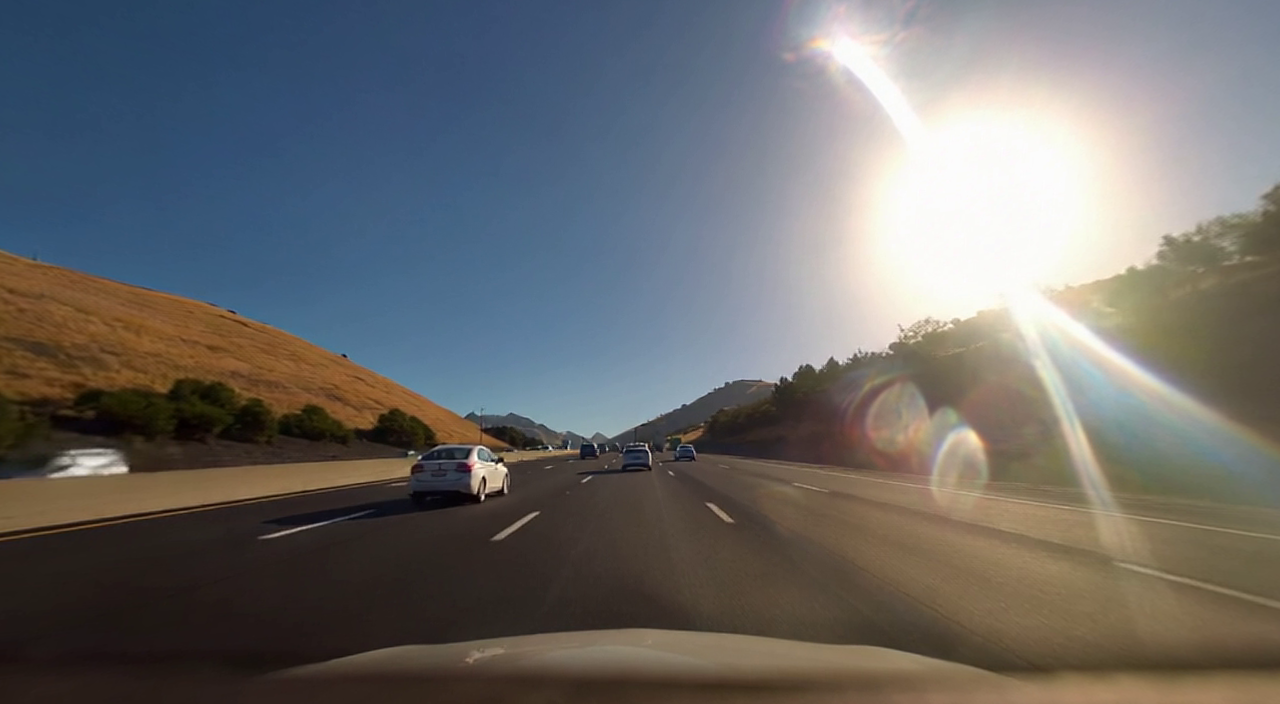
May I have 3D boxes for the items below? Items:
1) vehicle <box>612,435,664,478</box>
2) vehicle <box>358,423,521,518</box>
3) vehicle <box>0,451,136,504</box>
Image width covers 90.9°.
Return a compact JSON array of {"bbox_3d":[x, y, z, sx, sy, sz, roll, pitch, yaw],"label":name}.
[{"bbox_3d":[-0.067,4.487,27.381,2.086,1.685,4.206,0,-8,0],"label":"vehicle"},{"bbox_3d":[-4.030,2.450,13.531,2.076,1.690,4.113,0,-8,1],"label":"vehicle"},{"bbox_3d":[-19.560,4.063,20.844,1.877,1.477,4.767,0,-8,0],"label":"vehicle"}]
